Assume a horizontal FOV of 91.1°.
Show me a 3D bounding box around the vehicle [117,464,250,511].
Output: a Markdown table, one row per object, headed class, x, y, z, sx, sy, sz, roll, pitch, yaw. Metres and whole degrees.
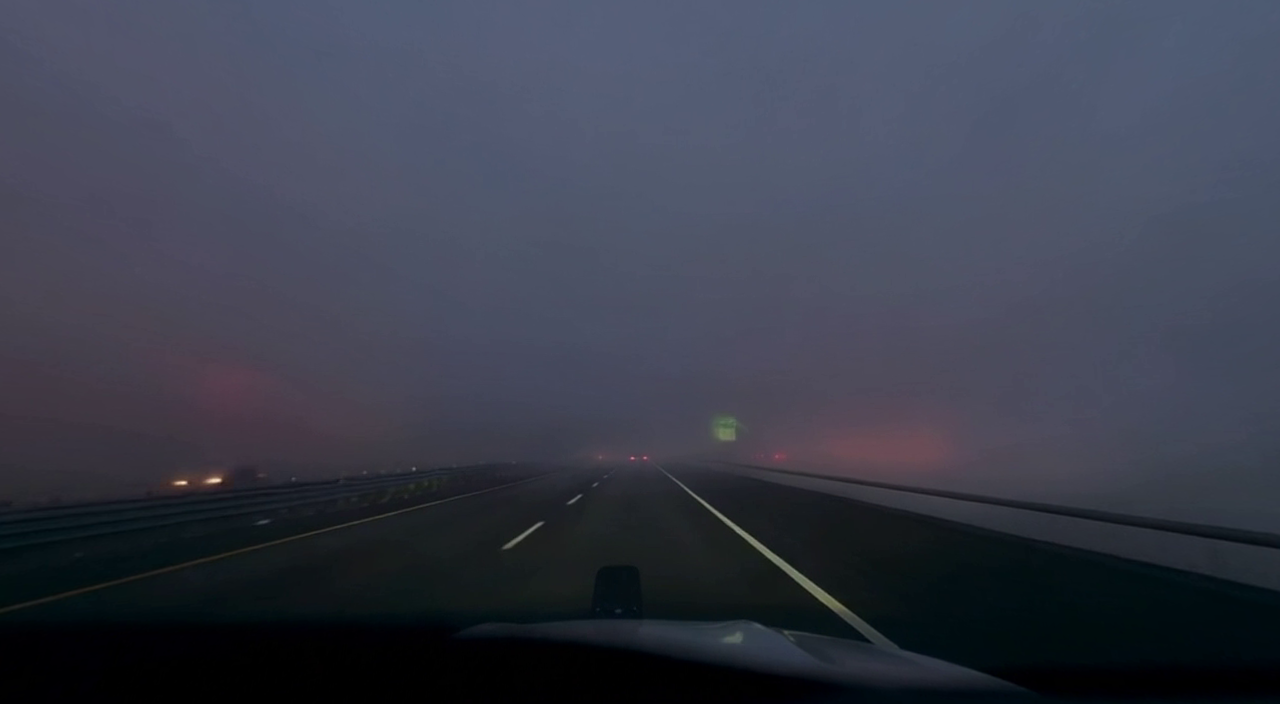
| class | x | y | z | sx | sy | sz | roll | pitch | yaw |
| --- | --- | --- | --- | --- | --- | --- | --- | --- | --- |
| vehicle | -16.677 | 4.940 | 23.278 | 1.755 | 1.452 | 4.275 | 0 | -9 | -1 |
